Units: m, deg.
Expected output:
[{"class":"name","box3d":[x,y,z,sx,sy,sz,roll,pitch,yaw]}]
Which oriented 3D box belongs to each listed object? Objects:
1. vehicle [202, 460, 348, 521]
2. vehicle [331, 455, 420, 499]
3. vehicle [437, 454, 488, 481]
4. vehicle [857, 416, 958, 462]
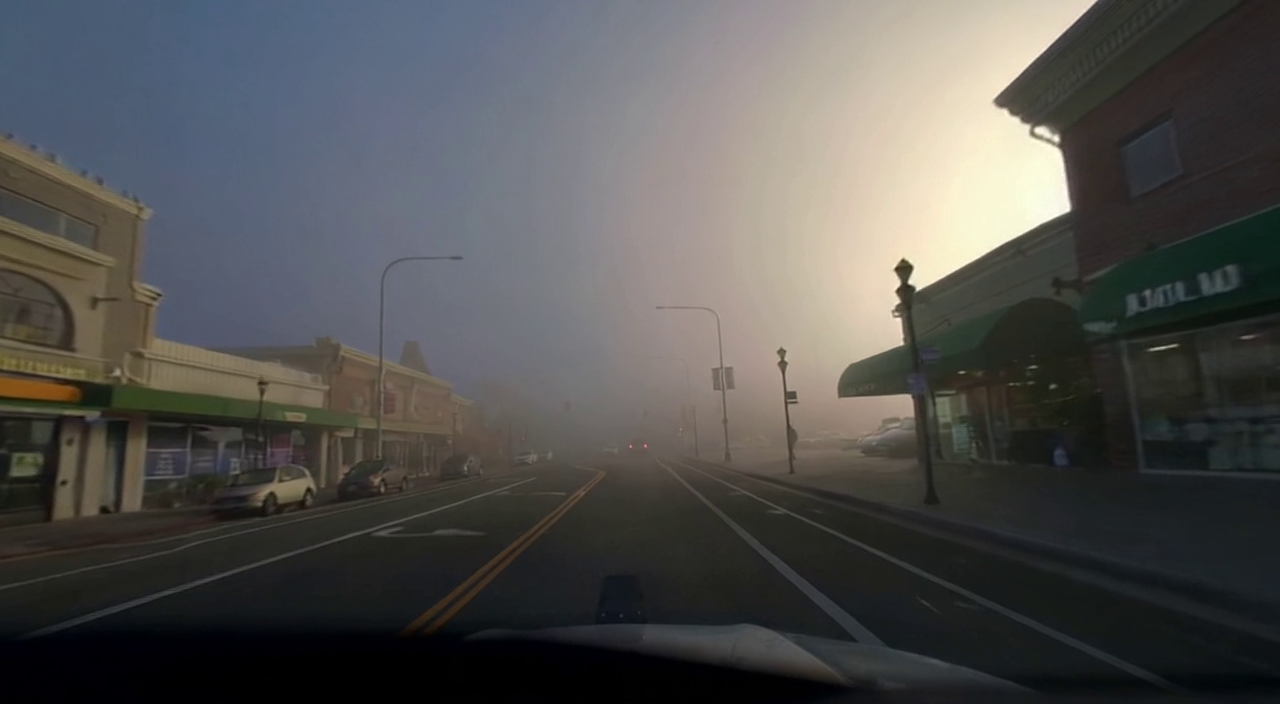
[{"class":"vehicle","box3d":[-10.765,4.073,19.077,1.784,1.502,4.344,0,-8,0]},{"class":"vehicle","box3d":[-10.820,5.123,26.199,1.837,1.586,4.155,0,-8,0]},{"class":"vehicle","box3d":[-10.866,7.068,39.023,1.828,1.470,4.523,0,-8,0]},{"class":"vehicle","box3d":[12.665,4.230,30.408,2.532,1.997,5.001,0,-9,-2]}]
